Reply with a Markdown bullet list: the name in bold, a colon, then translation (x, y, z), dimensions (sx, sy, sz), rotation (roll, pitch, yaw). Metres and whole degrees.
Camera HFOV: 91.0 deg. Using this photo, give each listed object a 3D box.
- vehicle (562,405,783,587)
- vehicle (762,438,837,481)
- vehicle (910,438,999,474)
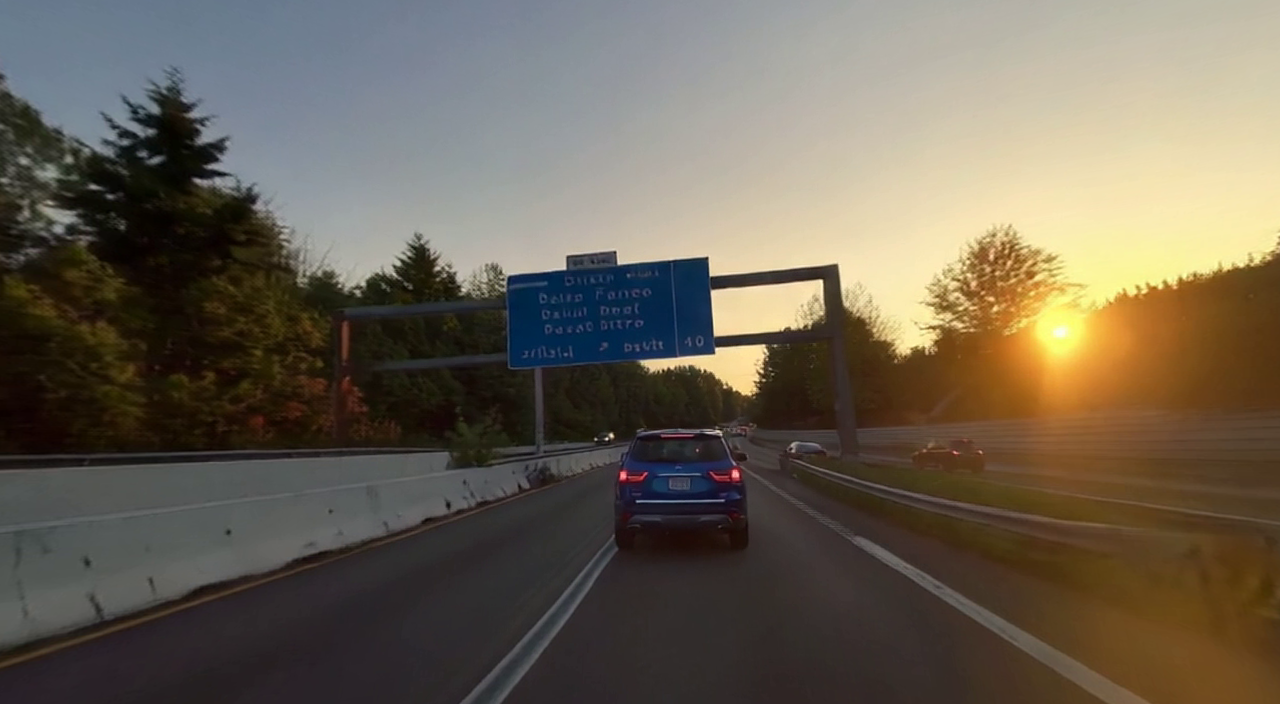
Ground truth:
- **vehicle**: translation (0.472, 1.615, 7.882), dimensions (2.021, 1.635, 4.085), rotation (-1, -8, 5)
- **vehicle**: translation (5.845, 3.974, 23.628), dimensions (1.962, 1.442, 4.536), rotation (-1, -8, 4)
- **vehicle**: translation (13.969, 4.629, 28.273), dimensions (1.990, 1.478, 4.475), rotation (-1, -8, 5)
